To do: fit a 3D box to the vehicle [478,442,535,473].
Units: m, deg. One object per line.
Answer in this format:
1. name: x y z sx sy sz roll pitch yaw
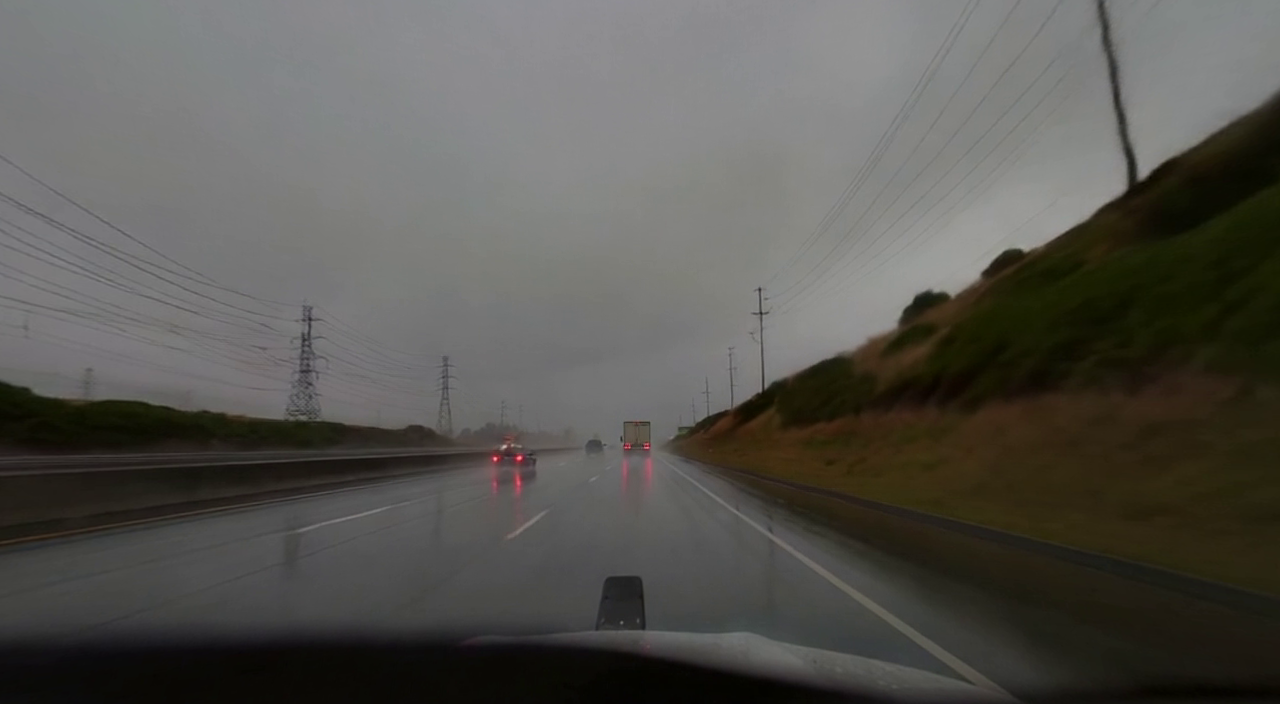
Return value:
1. vehicle: -7.176 5.727 34.331 2.066 1.558 4.607 0 -9 0
